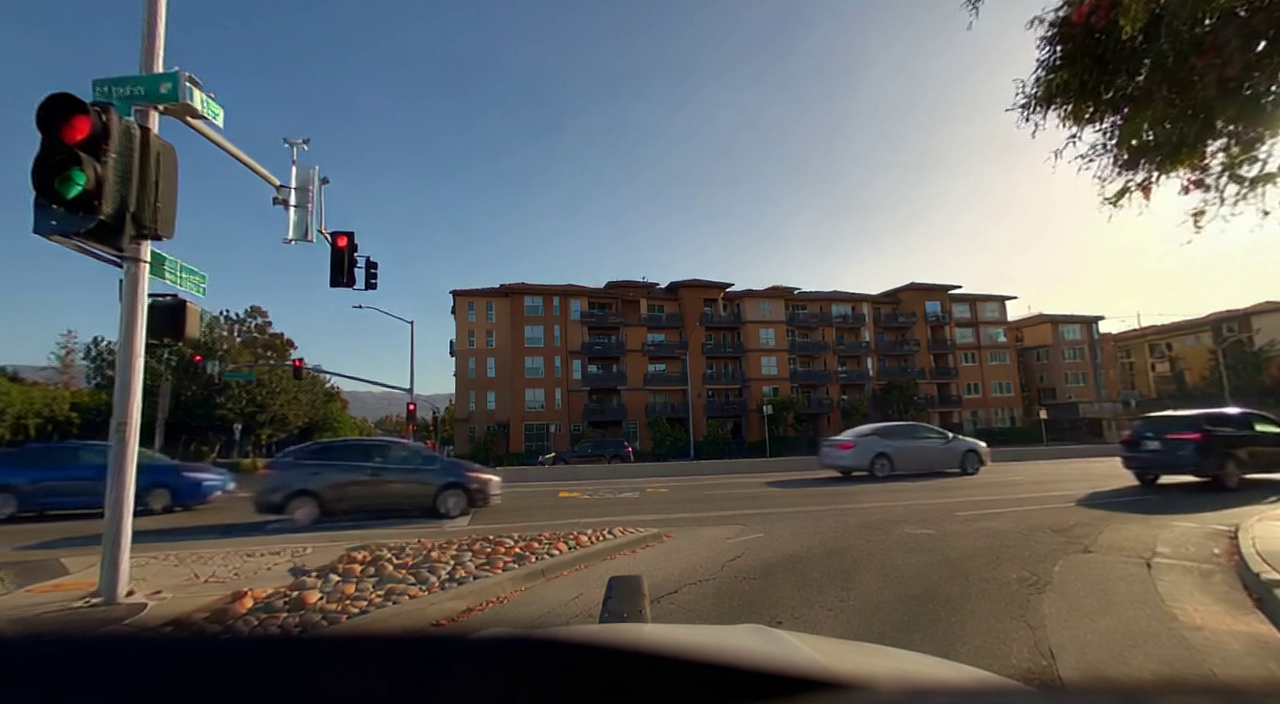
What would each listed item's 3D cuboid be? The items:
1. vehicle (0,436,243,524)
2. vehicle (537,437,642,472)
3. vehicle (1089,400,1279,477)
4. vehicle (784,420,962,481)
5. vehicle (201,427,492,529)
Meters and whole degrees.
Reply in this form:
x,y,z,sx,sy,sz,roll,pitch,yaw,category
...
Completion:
x,y,z,sx,sy,sz,roll,pitch,yaw,category
-11.541,2.660,13.478,4.711,1.688,1.915,2,-9,-16,vehicle
-2.214,4.462,27.648,4.289,1.415,1.774,2,-9,-17,vehicle
15.758,2.399,17.463,5.554,1.911,2.225,2,-9,-15,vehicle
7.037,2.969,19.192,4.719,1.671,1.985,2,-9,-16,vehicle
-5.224,2.286,11.938,4.581,1.650,1.958,2,-9,-16,vehicle
